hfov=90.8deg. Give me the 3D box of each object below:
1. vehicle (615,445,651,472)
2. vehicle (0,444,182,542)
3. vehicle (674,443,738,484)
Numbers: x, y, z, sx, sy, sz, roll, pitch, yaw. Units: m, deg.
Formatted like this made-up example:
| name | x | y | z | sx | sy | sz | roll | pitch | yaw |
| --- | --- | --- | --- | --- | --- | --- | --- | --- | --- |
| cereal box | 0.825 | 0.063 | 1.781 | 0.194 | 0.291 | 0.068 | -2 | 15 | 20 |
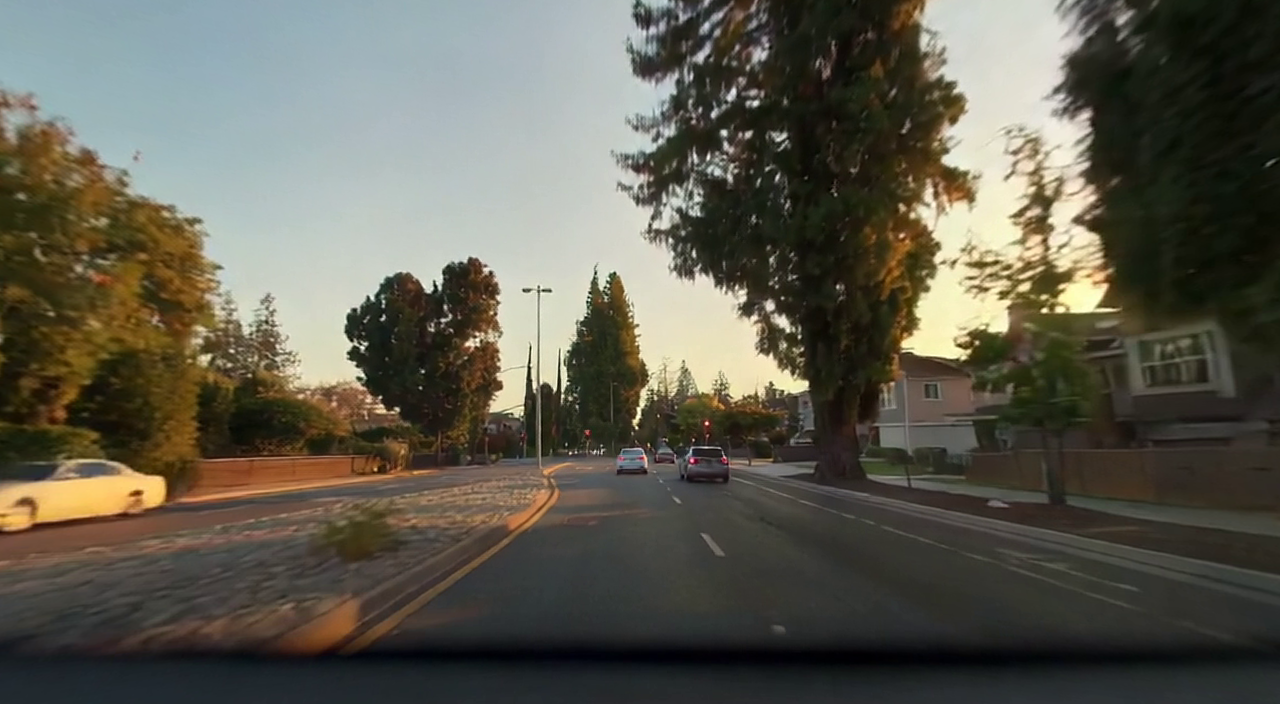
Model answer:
| name | x | y | z | sx | sy | sz | roll | pitch | yaw |
| --- | --- | --- | --- | --- | --- | --- | --- | --- | --- |
| vehicle | -0.432 | 6.256 | 37.369 | 2.018 | 1.511 | 3.993 | 0 | -8 | -1 |
| vehicle | -12.297 | 2.794 | 13.233 | 1.993 | 1.708 | 4.623 | 0 | -8 | -1 |
| vehicle | 2.561 | 4.471 | 25.602 | 2.057 | 1.496 | 4.401 | 0 | -9 | -1 |
